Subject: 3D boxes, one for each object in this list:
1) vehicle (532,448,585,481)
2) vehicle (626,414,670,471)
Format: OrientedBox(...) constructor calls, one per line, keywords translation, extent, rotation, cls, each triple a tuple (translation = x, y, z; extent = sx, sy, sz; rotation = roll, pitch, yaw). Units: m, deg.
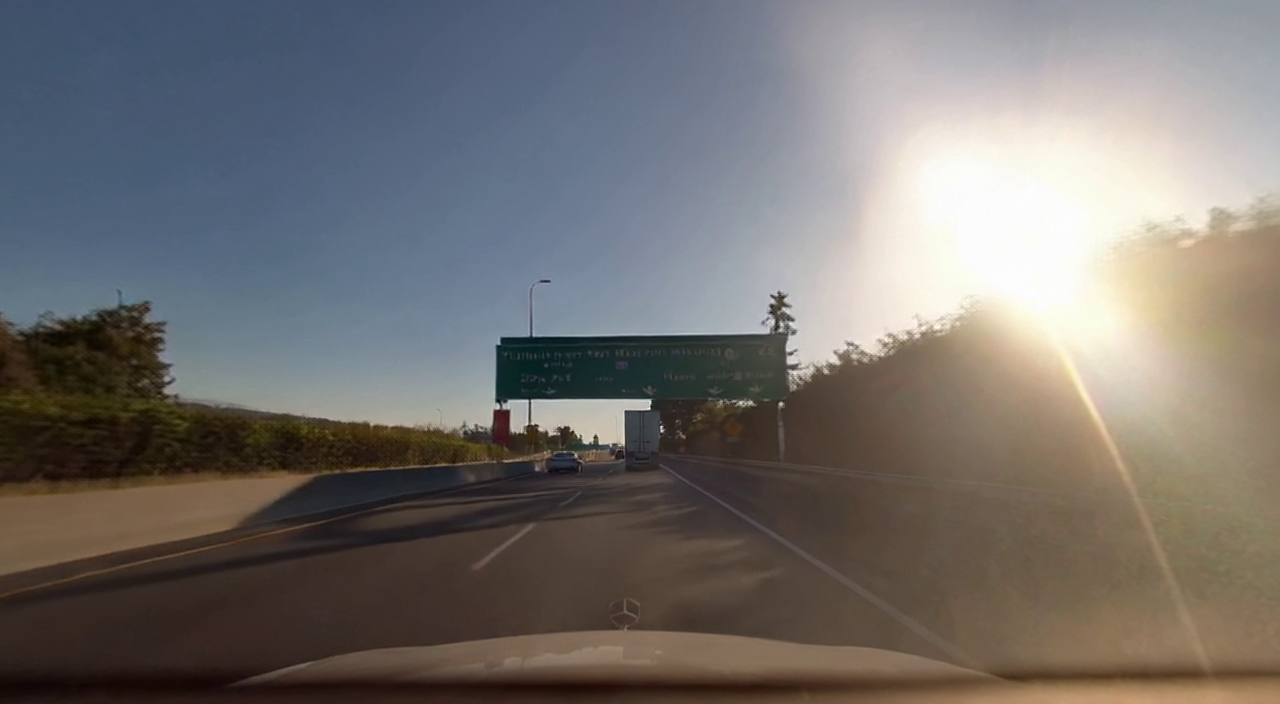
OrientedBox(translation=(-4.079, 5.723, 32.407), extent=(2.053, 1.523, 4.450), rotation=(0, -9, 1), cls="vehicle")
OrientedBox(translation=(0.409, 6.807, 47.398), extent=(2.864, 3.805, 9.500), rotation=(0, -9, -2), cls="vehicle")
